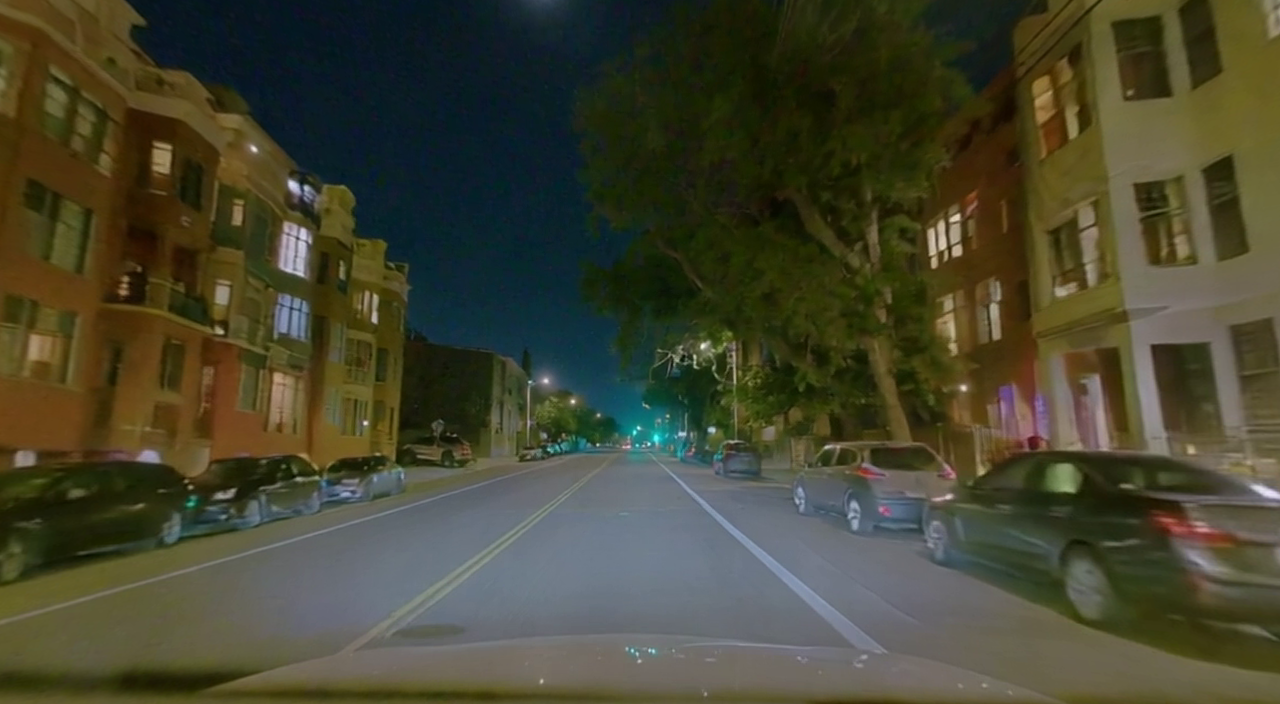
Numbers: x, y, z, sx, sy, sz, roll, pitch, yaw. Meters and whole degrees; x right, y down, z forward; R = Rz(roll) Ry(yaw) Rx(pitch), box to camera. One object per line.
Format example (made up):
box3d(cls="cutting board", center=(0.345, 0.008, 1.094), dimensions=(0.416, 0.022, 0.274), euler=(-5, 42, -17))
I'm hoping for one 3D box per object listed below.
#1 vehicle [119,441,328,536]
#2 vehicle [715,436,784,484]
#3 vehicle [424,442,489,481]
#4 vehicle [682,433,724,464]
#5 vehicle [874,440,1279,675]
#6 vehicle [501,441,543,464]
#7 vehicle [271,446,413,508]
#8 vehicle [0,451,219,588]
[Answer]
box3d(cls="vehicle", center=(-8.237, 2.696, 13.022), dimensions=(1.763, 1.614, 3.940), euler=(0, -9, -3))
box3d(cls="vehicle", center=(4.221, 4.221, 25.011), dimensions=(1.889, 1.703, 4.253), euler=(0, -9, -1))
box3d(cls="vehicle", center=(-8.200, 4.888, 28.514), dimensions=(1.883, 1.565, 3.655), euler=(-2, -8, -1))
box3d(cls="vehicle", center=(4.181, 6.544, 42.782), dimensions=(2.133, 1.944, 5.390), euler=(0, -9, -1))
box3d(cls="vehicle", center=(4.101, 1.639, 6.264), dimensions=(1.748, 1.471, 4.305), euler=(0, -9, -2))
box3d(cls="vehicle", center=(-8.294, 7.069, 44.670), dimensions=(1.981, 1.505, 4.359), euler=(-1, -9, 2))
box3d(cls="vehicle", center=(-8.201, 3.432, 17.941), dimensions=(1.875, 1.498, 4.395), euler=(-1, -9, 0))
box3d(cls="vehicle", center=(-8.053, 2.136, 8.716), dimensions=(1.852, 1.482, 3.916), euler=(-1, -9, -2))
